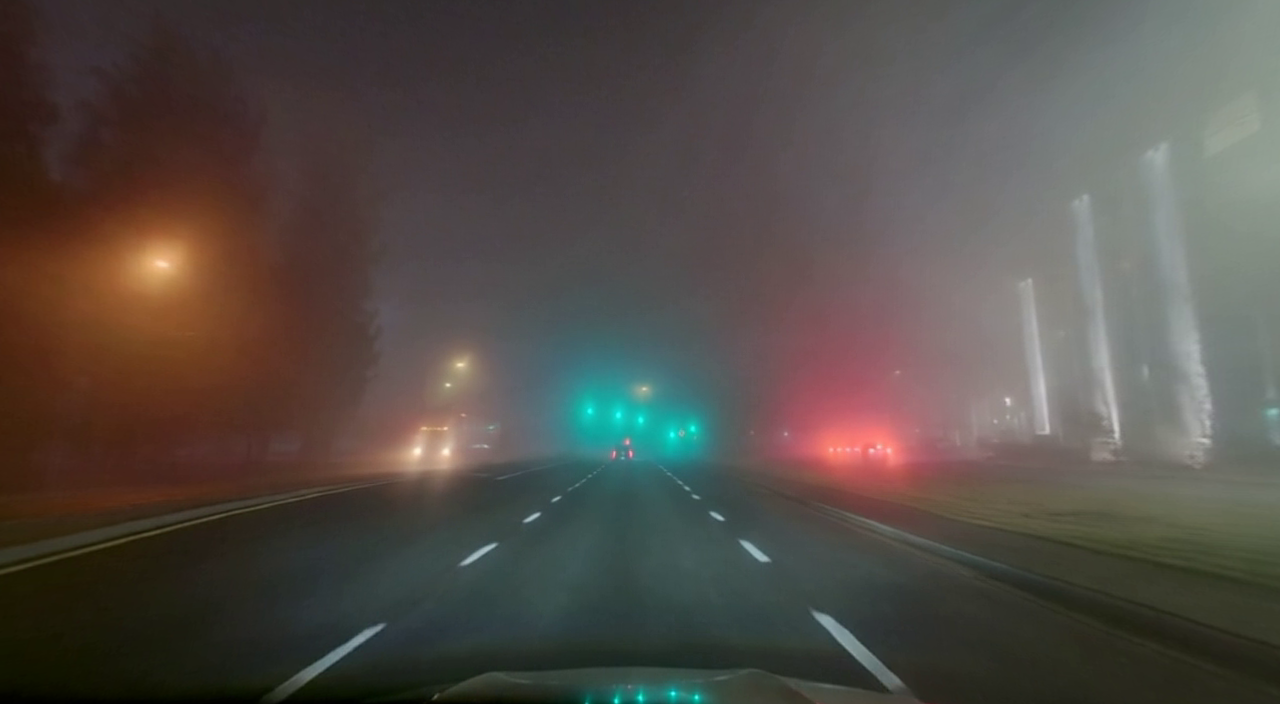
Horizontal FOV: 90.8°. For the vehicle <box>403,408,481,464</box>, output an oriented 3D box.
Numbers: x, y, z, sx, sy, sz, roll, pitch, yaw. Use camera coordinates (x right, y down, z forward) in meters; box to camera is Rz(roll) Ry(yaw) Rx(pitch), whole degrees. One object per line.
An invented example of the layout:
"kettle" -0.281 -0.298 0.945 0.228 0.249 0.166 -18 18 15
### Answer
"vehicle" -15.372 6.685 49.934 3.193 3.952 9.170 0 -8 0
